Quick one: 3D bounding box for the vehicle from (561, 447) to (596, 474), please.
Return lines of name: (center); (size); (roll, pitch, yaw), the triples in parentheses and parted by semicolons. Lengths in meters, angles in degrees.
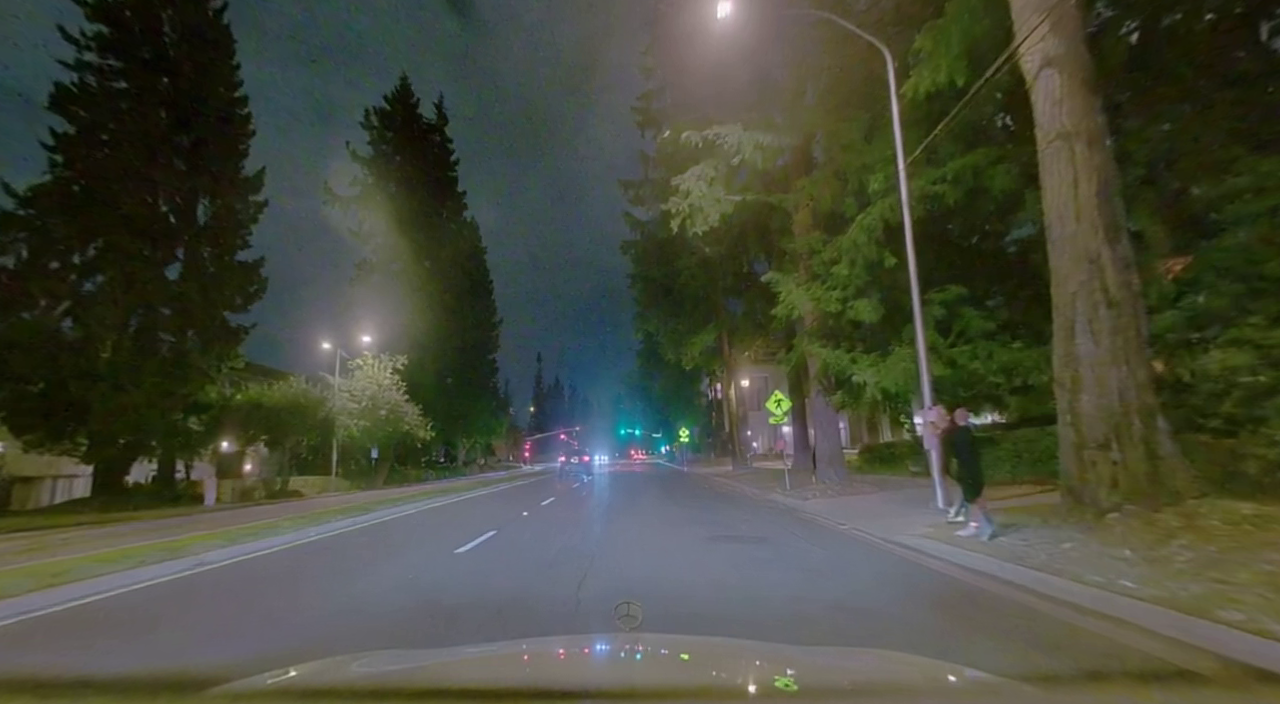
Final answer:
vehicle: (-4.258, 7.560, 44.211); (2.065, 1.714, 4.272); (0, -9, 0)
